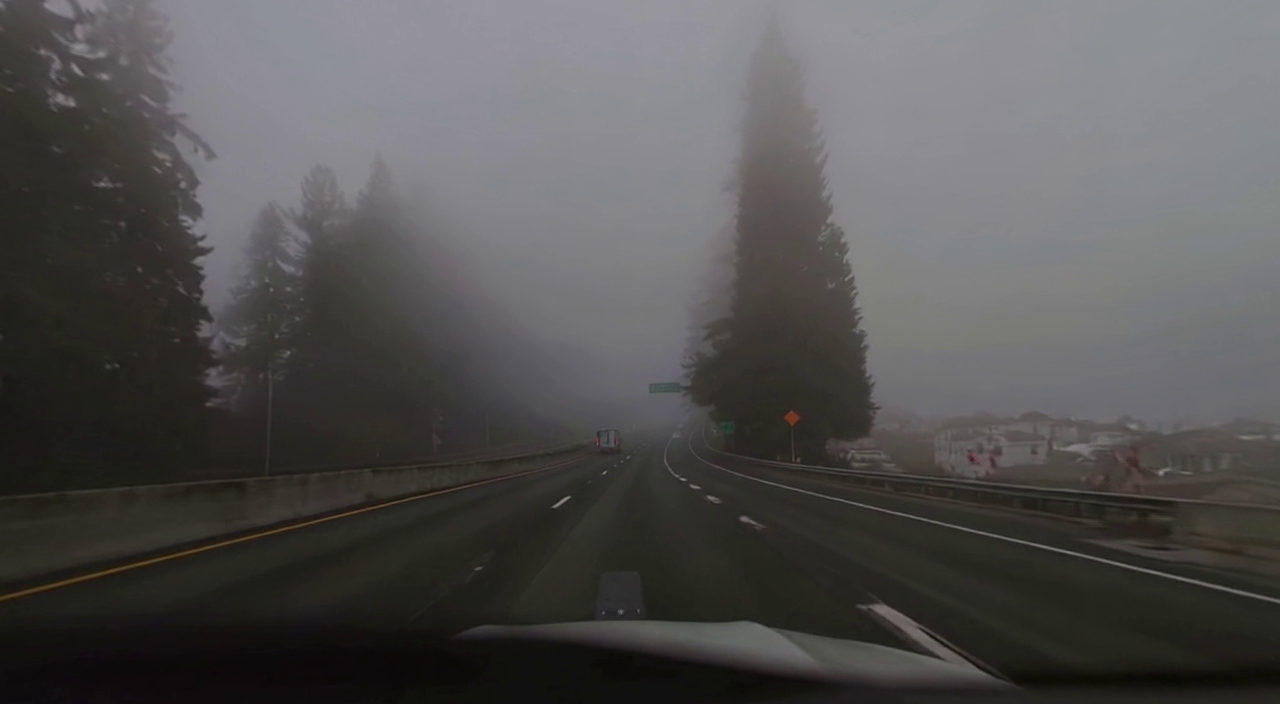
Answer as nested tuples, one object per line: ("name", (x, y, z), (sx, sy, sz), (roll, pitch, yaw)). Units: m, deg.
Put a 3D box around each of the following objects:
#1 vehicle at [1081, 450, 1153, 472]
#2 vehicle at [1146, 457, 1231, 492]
("vehicle", (35.731, 8.166, 47.416), (3.911, 1.390, 1.702), (-3, -4, 8))
("vehicle", (34.722, 7.679, 39.963), (5.275, 1.756, 2.198), (2, -9, -29))
